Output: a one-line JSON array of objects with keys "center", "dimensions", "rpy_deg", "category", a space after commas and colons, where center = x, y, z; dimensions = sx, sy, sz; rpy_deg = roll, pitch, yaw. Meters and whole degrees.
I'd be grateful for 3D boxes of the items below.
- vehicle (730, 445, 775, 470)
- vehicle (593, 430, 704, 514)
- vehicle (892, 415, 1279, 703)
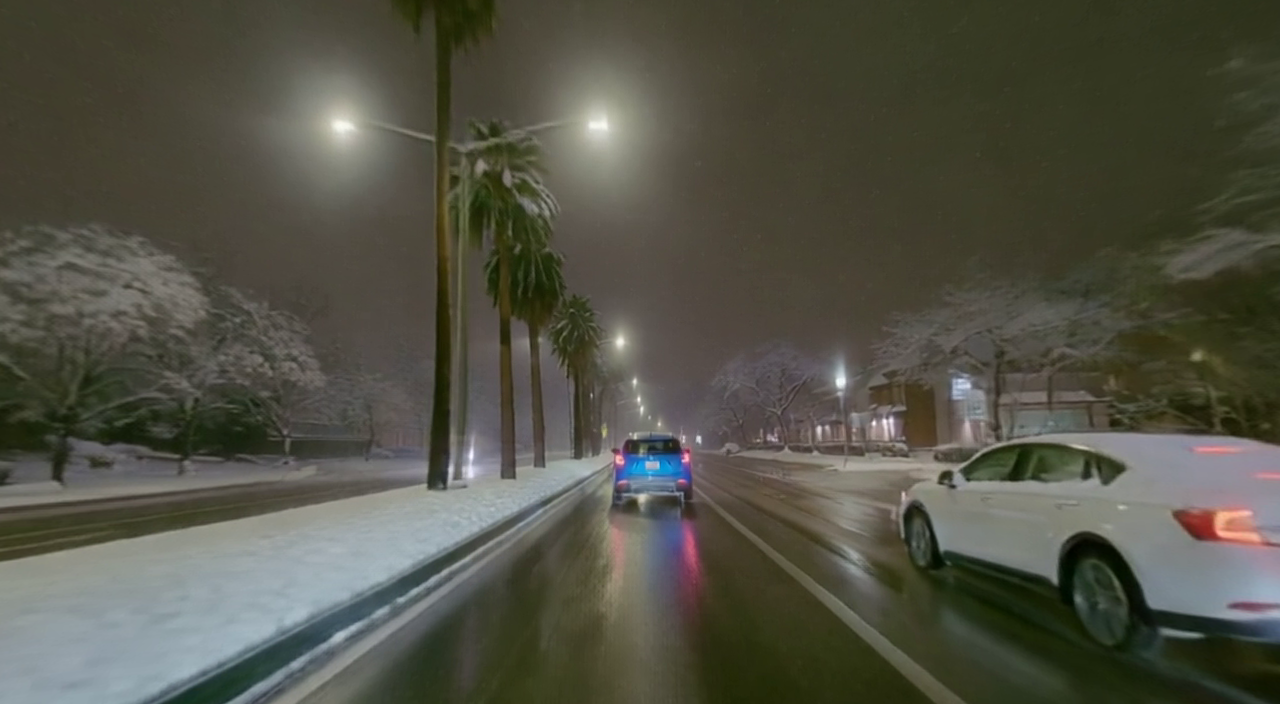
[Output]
[{"center": [6.961, 6.572, 39.579], "dimensions": [1.930, 1.457, 4.267], "rpy_deg": [0, -9, -2], "category": "vehicle"}, {"center": [0.144, 2.765, 15.085], "dimensions": [2.239, 1.693, 4.301], "rpy_deg": [0, -8, -1], "category": "vehicle"}, {"center": [3.937, 1.354, 5.055], "dimensions": [1.941, 1.472, 4.570], "rpy_deg": [0, -9, 0], "category": "vehicle"}]
